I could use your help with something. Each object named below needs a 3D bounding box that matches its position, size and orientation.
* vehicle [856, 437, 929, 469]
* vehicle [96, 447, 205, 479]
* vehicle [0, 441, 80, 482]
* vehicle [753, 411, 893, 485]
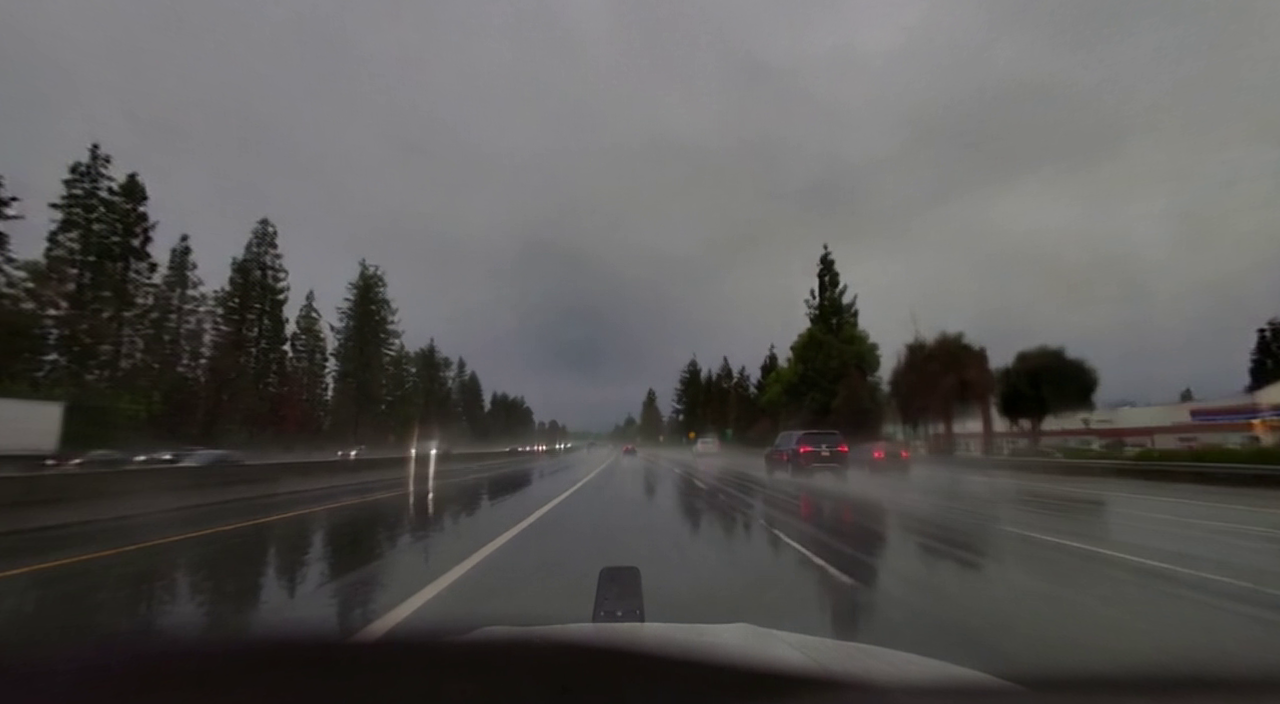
[{"bbox_3d":[13.849,5.549,34.797,2.072,1.611,4.387,0,-8,-2],"label":"vehicle"},{"bbox_3d":[-24.867,5.635,32.216,1.860,1.459,4.716,0,-8,-1],"label":"vehicle"},{"bbox_3d":[-28.348,4.887,28.304,1.965,1.714,4.772,0,-8,-1],"label":"vehicle"},{"bbox_3d":[6.593,3.651,24.191,2.779,2.339,8.073,0,-8,-1],"label":"vehicle"}]
